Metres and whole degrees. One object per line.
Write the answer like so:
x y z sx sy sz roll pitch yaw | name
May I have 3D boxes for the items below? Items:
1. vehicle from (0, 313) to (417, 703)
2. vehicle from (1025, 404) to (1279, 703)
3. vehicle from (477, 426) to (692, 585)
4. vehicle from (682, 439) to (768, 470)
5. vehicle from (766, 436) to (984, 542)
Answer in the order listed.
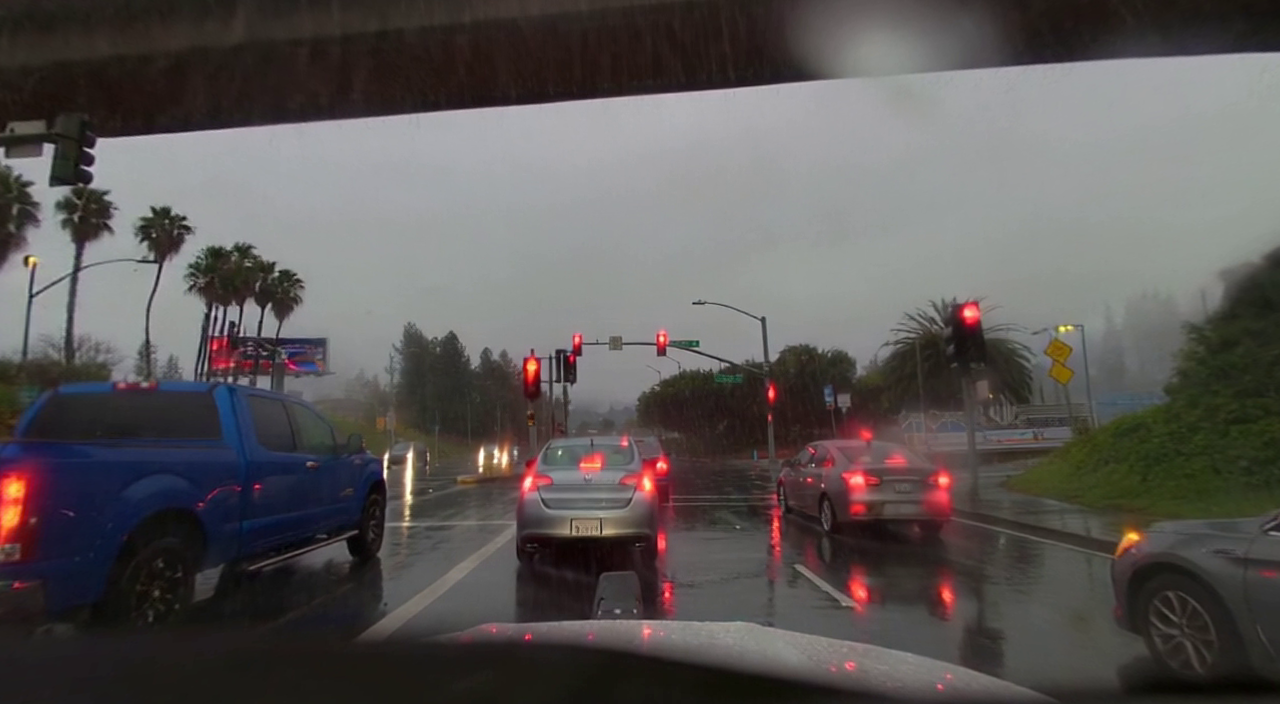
-3.790 1.123 5.049 2.078 1.838 5.448 0 -9 -1 | vehicle
3.876 0.906 2.285 2.052 1.496 4.541 0 -9 -1 | vehicle
-0.615 1.773 8.135 2.035 1.491 4.090 0 -9 -3 | vehicle
4.235 5.170 32.076 1.878 1.428 4.416 5 -10 -33 | vehicle
3.712 2.237 11.055 1.965 1.448 4.486 0 -9 -2 | vehicle
